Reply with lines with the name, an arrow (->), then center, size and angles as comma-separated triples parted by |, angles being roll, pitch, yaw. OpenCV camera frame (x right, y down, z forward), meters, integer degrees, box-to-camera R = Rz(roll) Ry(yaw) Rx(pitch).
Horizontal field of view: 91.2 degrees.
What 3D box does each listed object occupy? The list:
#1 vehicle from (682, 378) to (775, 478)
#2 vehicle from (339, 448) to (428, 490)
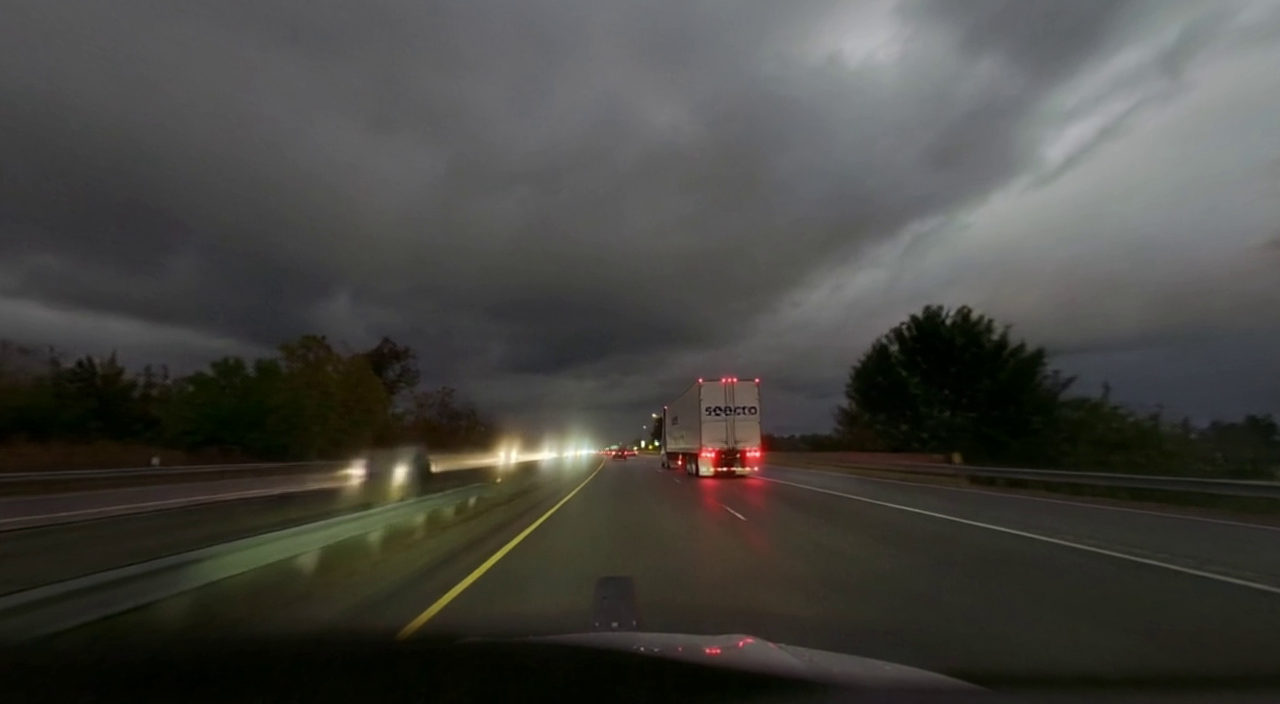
vehicle -> 3.785, 3.635, 29.118 | 2.892, 3.928, 8.380 | 0, -9, -1
vehicle -> -9.848, 4.486, 24.392 | 1.839, 1.492, 3.928 | 0, -9, -1
